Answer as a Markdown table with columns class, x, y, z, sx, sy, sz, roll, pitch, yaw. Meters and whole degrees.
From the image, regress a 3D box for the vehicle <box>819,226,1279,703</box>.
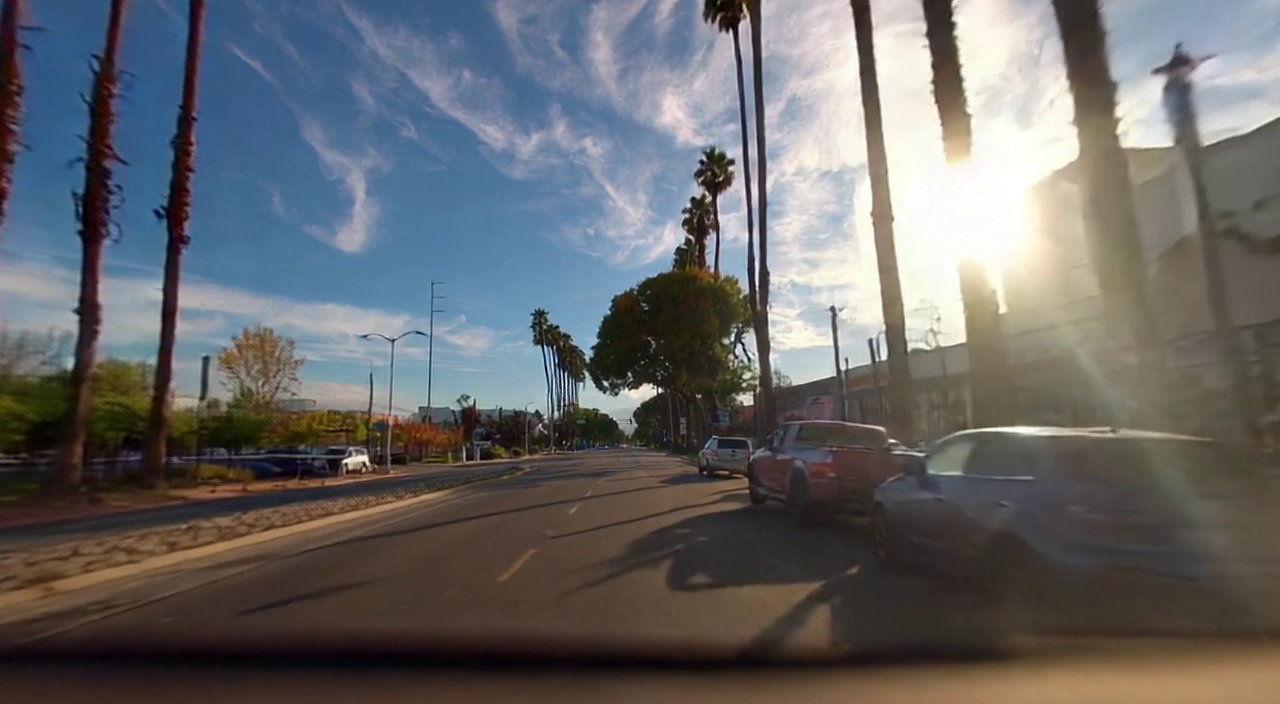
| class | x | y | z | sx | sy | sz | roll | pitch | yaw |
| --- | --- | --- | --- | --- | --- | --- | --- | --- | --- |
| vehicle | 3.664 | 0.998 | 6.026 | 2.221 | 2.552 | 5.594 | 0 | -9 | 0 |

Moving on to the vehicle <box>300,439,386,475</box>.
| class | x | y | z | sx | sy | sz | roll | pitch | yaw |
| --- | --- | --- | --- | --- | --- | --- | --- | --- | --- |
| vehicle | -19.436 | 6.822 | 41.247 | 6.167 | 2.125 | 2.526 | -7 | -10 | 38 |

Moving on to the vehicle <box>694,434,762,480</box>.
| class | x | y | z | sx | sy | sz | roll | pitch | yaw |
| --- | --- | --- | --- | --- | --- | --- | --- | --- | --- |
| vehicle | 3.627 | 4.424 | 26.835 | 2.138 | 1.743 | 4.363 | 0 | -8 | -1 |
